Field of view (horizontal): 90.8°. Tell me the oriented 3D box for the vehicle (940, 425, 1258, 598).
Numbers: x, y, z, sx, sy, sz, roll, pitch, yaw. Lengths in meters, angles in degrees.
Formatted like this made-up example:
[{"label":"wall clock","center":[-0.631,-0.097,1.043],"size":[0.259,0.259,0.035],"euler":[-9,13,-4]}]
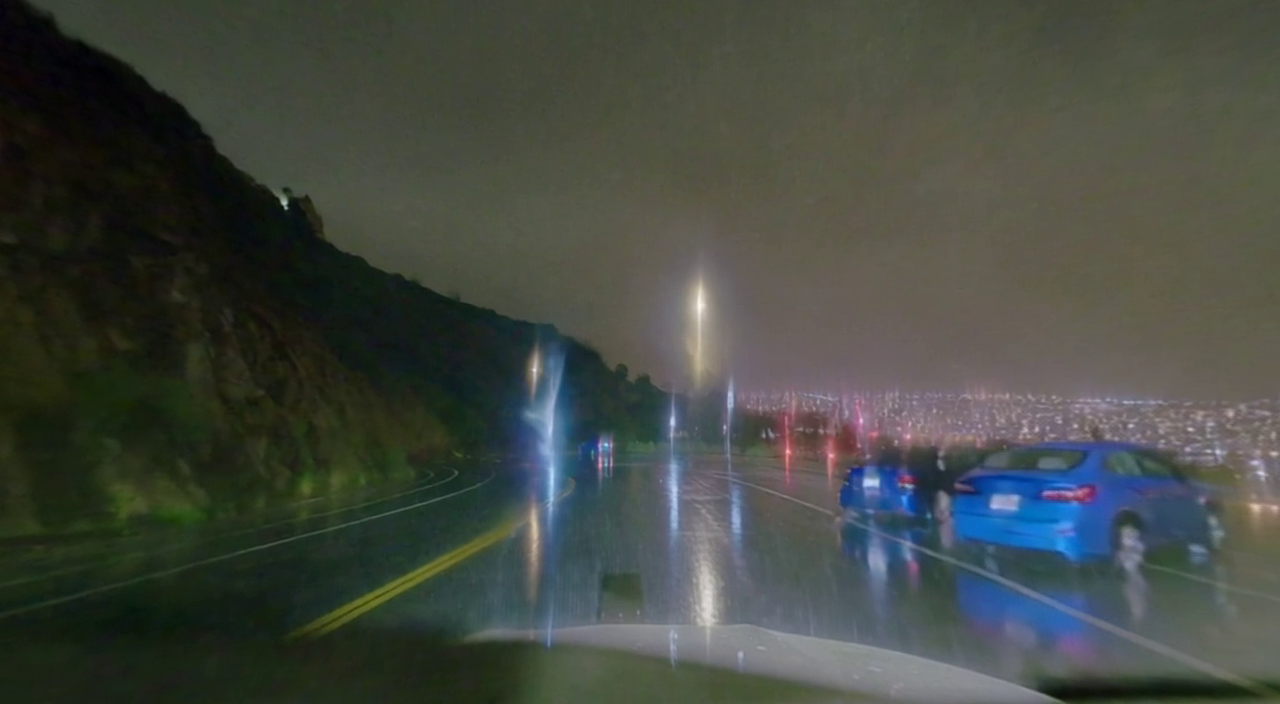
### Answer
[{"label":"vehicle","center":[5.892,1.742,7.902],"size":[4.609,1.505,2.061],"euler":[7,-11,-40]}]
